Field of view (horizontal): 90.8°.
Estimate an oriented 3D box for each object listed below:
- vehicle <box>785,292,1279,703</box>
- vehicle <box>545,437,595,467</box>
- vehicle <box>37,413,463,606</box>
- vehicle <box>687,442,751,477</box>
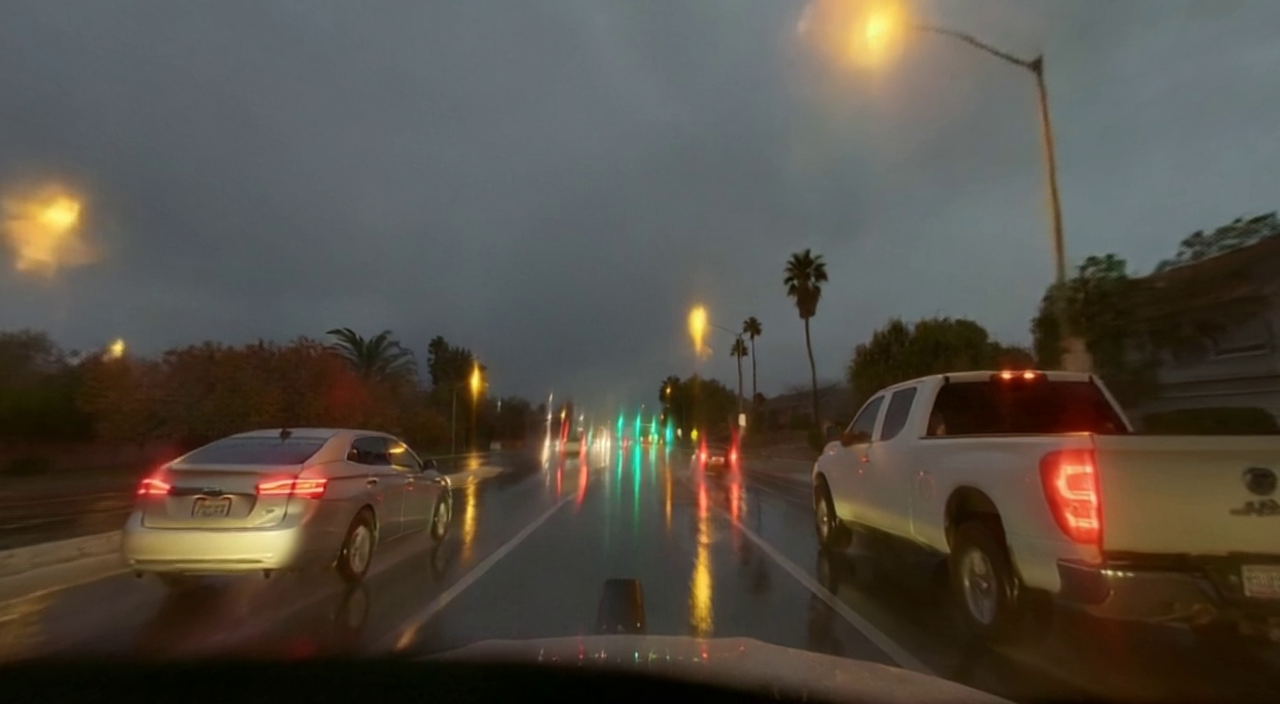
[{"bbox_3d":[3.269,1.132,5.771,2.478,2.030,5.723,0,-8,0],"label":"vehicle"},{"bbox_3d":[-3.827,5.595,35.341,2.263,1.548,4.555,0,-8,0],"label":"vehicle"},{"bbox_3d":[-3.682,1.558,7.180,2.094,1.509,4.286,0,-8,0],"label":"vehicle"},{"bbox_3d":[3.436,4.793,28.519,2.149,1.421,4.805,0,-8,-2],"label":"vehicle"}]
